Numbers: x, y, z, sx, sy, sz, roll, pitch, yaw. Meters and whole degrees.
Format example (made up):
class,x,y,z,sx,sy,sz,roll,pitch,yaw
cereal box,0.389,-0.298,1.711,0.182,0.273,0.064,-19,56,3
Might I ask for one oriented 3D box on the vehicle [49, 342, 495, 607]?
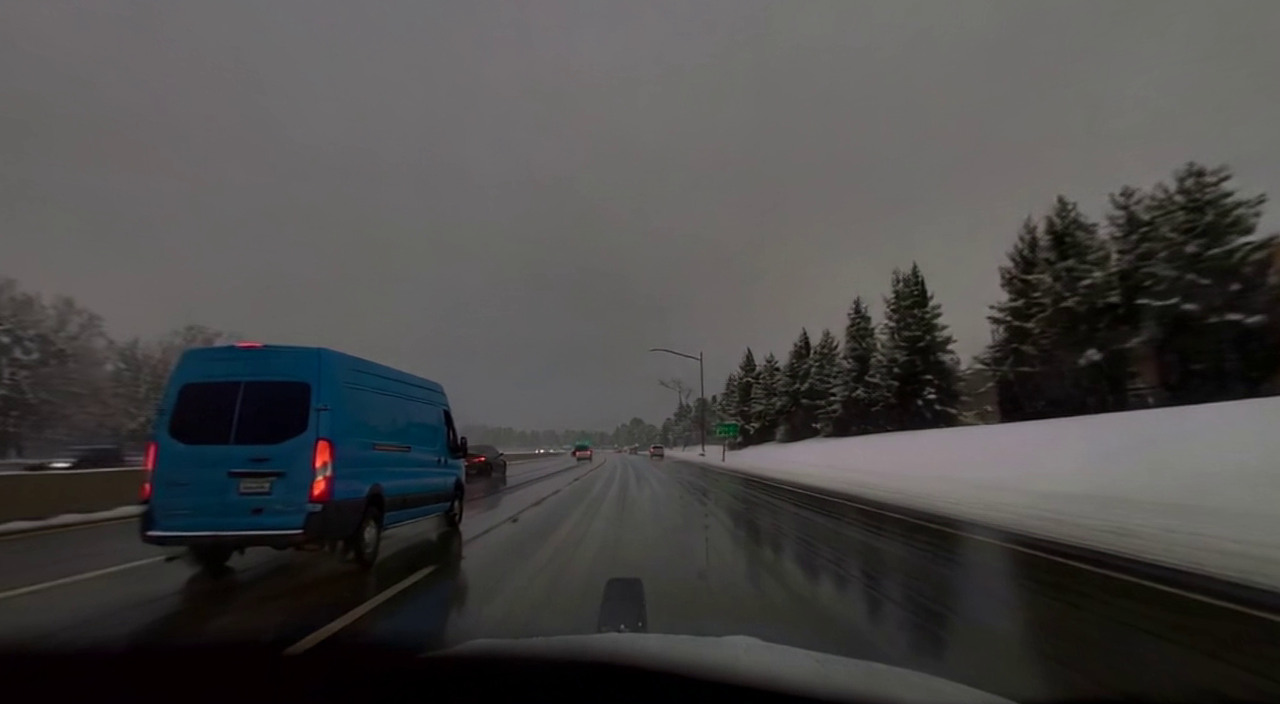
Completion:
class,x,y,z,sx,sy,sz,roll,pitch,yaw
vehicle,-3.754,1.430,8.106,2.372,2.248,5.393,0,-9,1
